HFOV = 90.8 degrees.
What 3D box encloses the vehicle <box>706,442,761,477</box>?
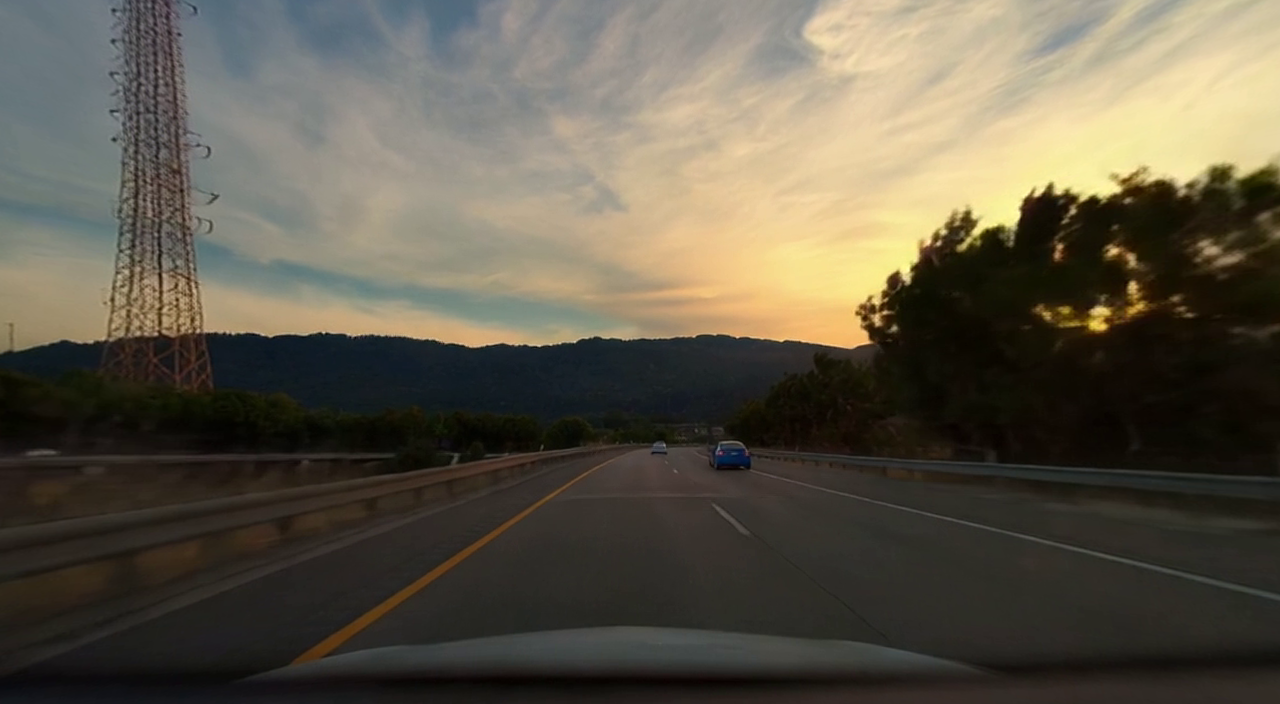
[{"bbox_3d":[4.383,5.085,30.225,2.030,1.526,4.165,0,-8,0],"label":"vehicle"}]
